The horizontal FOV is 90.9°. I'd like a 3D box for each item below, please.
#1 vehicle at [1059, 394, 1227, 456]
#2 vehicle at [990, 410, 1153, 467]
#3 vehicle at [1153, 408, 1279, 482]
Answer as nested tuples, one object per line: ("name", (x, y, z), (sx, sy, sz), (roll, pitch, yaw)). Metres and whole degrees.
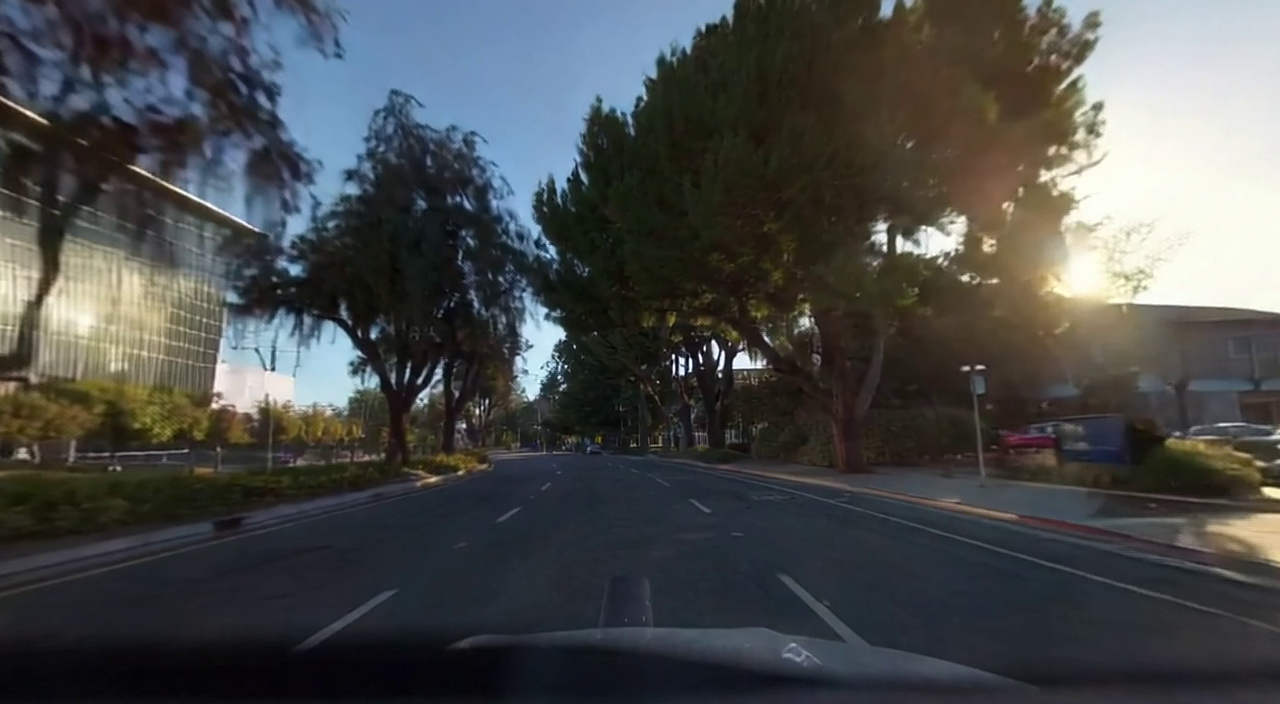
("vehicle", (14.994, 2.221, 18.907), (3.595, 1.749, 1.726), (1, -8, -5))
("vehicle", (14.296, 2.862, 21.004), (4.105, 1.705, 1.995), (0, -8, -9))
("vehicle", (15.157, 2.160, 14.784), (4.587, 1.553, 2.083), (1, -8, -6))
